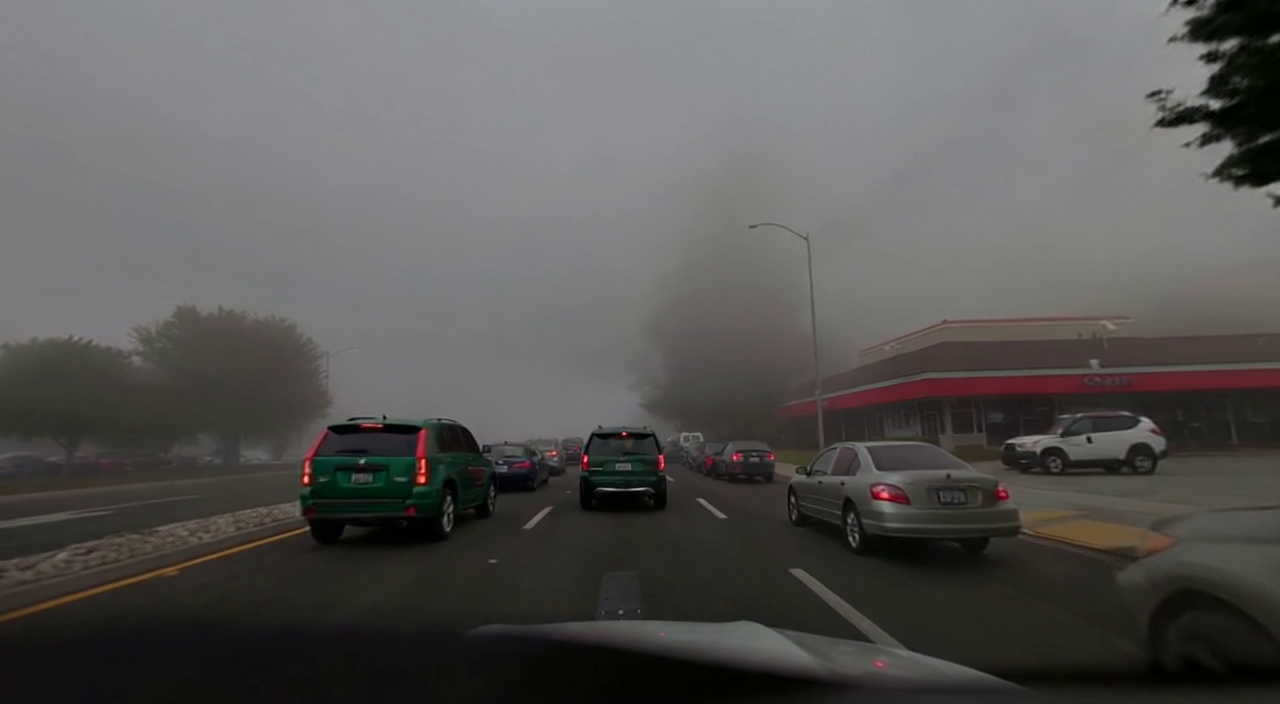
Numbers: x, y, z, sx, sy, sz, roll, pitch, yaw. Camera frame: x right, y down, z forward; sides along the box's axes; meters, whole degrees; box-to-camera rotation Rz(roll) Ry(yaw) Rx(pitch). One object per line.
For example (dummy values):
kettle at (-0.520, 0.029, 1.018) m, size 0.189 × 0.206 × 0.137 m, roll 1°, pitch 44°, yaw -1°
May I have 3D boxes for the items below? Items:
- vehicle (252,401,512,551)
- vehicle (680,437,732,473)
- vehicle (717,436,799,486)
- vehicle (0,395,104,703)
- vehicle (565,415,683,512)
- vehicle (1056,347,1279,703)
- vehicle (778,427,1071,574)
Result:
vehicle at (-3.650, 1.871, 10.124) m, size 2.231 × 1.853 × 4.461 m, roll 0°, pitch -9°, yaw 0°
vehicle at (2.974, 4.740, 29.204) m, size 1.903 × 1.529 × 3.649 m, roll 0°, pitch -9°, yaw -2°
vehicle at (3.861, 3.643, 21.466) m, size 1.875 × 1.521 × 4.192 m, roll 0°, pitch -9°, yaw -1°
vehicle at (-3.718, 0.679, 0.850) m, size 2.051 × 1.522 × 4.509 m, roll 0°, pitch -9°, yaw -1°
vehicle at (-0.350, 2.427, 14.116) m, size 2.238 × 1.825 × 4.190 m, roll 0°, pitch -9°, yaw -1°
vehicle at (3.402, 0.677, 1.346) m, size 2.047 × 1.671 × 4.267 m, roll 0°, pitch -9°, yaw -1°
vehicle at (3.374, 1.835, 8.649) m, size 1.900 × 1.477 × 4.352 m, roll 0°, pitch -8°, yaw -1°
